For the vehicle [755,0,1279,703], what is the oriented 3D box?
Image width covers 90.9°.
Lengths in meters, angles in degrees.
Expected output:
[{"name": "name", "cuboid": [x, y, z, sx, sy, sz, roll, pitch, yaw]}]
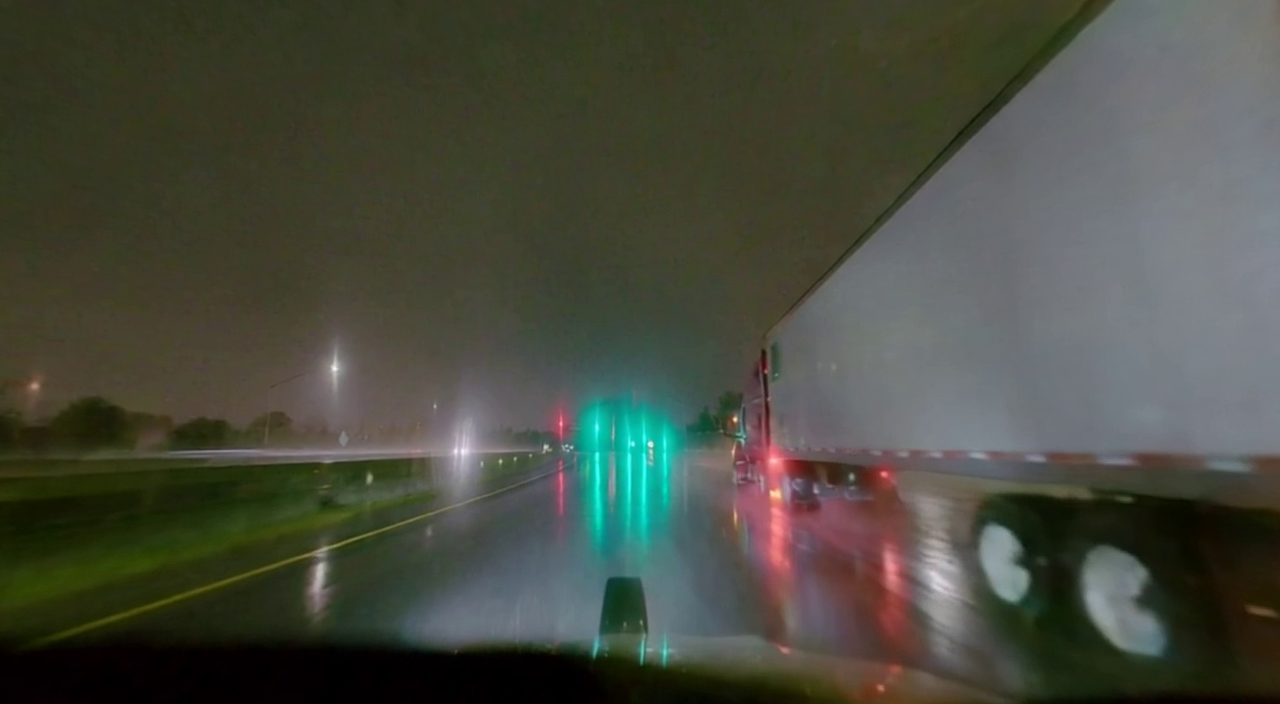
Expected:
[{"name": "vehicle", "cuboid": [4.899, 0.814, 11.273, 2.932, 4.205, 18.253, 0, -8, 2]}]
